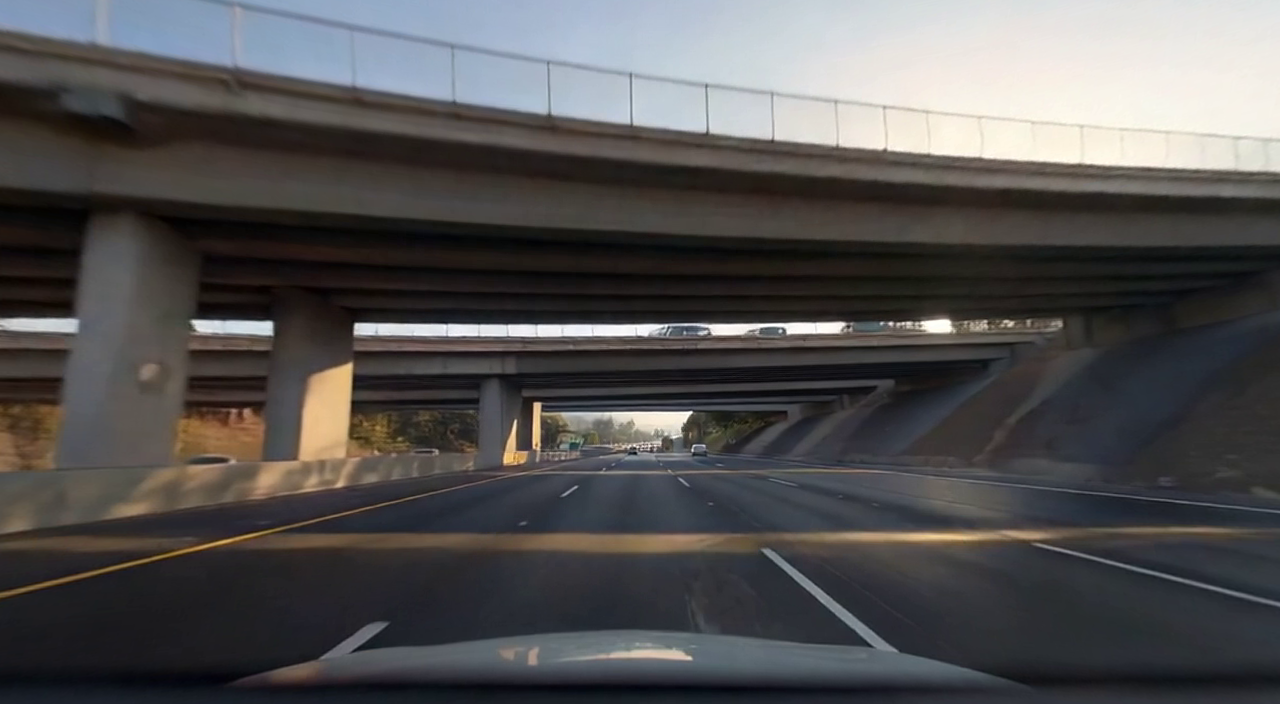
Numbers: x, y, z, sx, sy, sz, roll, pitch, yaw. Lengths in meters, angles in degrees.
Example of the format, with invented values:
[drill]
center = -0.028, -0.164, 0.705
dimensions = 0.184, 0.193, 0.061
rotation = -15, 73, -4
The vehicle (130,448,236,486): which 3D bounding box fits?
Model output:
[vehicle]
center = -22.018, 5.519, 30.672
dimensions = 1.891, 1.687, 4.333
rotation = 0, -8, 0
